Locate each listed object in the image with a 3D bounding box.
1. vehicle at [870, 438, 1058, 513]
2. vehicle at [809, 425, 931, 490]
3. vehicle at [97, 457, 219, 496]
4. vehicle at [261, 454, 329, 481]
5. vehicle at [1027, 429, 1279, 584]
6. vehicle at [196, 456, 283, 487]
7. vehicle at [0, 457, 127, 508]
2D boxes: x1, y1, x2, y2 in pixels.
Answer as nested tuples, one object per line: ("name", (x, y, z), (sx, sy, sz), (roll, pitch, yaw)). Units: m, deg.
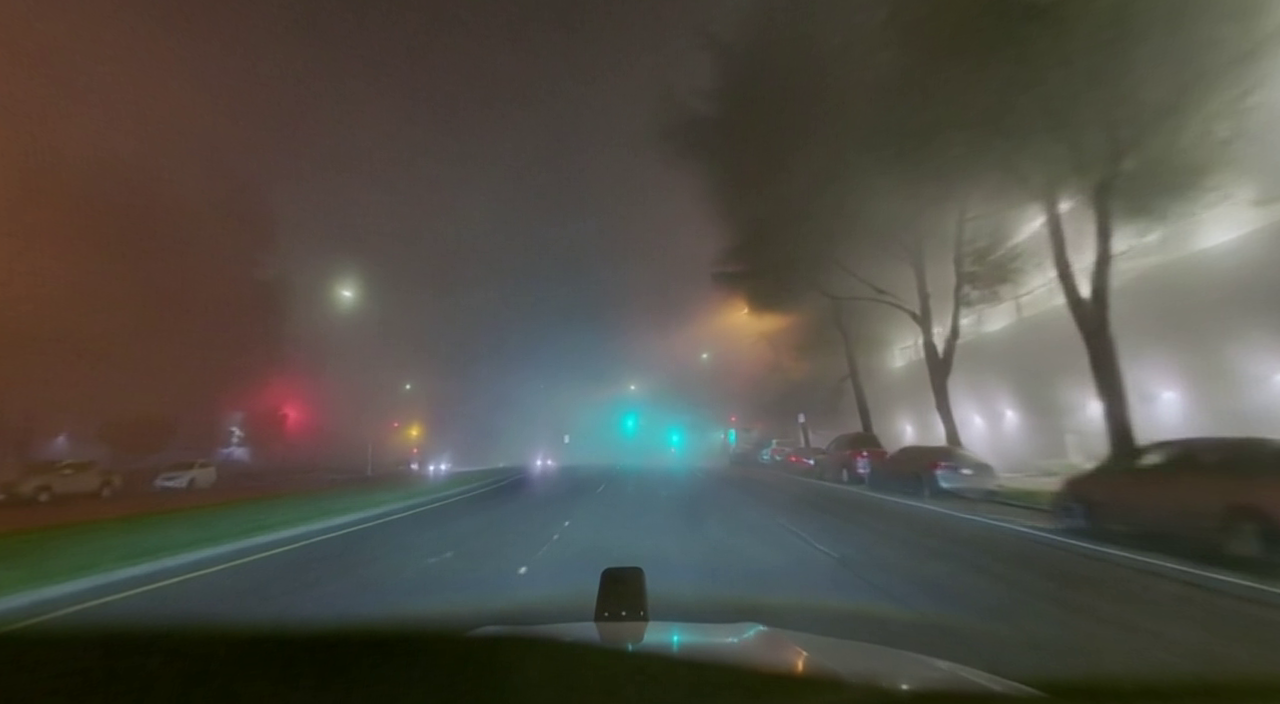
("vehicle", (7.250, 2.788, 14.818), (1.850, 1.448, 4.844), (0, -8, 0))
("vehicle", (7.272, 3.402, 20.582), (2.200, 1.860, 4.511), (0, -8, -1))
("vehicle", (-22.066, 5.689, 29.165), (1.909, 1.495, 4.786), (-1, -8, -1))
("vehicle", (-21.927, 7.359, 40.323), (1.922, 1.545, 4.178), (-1, -8, 1))
("vehicle", (7.252, 1.684, 7.440), (2.196, 1.471, 4.999), (0, -8, 0))
("vehicle", (-22.060, 6.570, 34.980), (1.821, 1.496, 4.724), (-1, -8, -1))
("vehicle", (-22.174, 4.793, 23.633), (1.968, 1.615, 4.591), (0, -8, 0))
